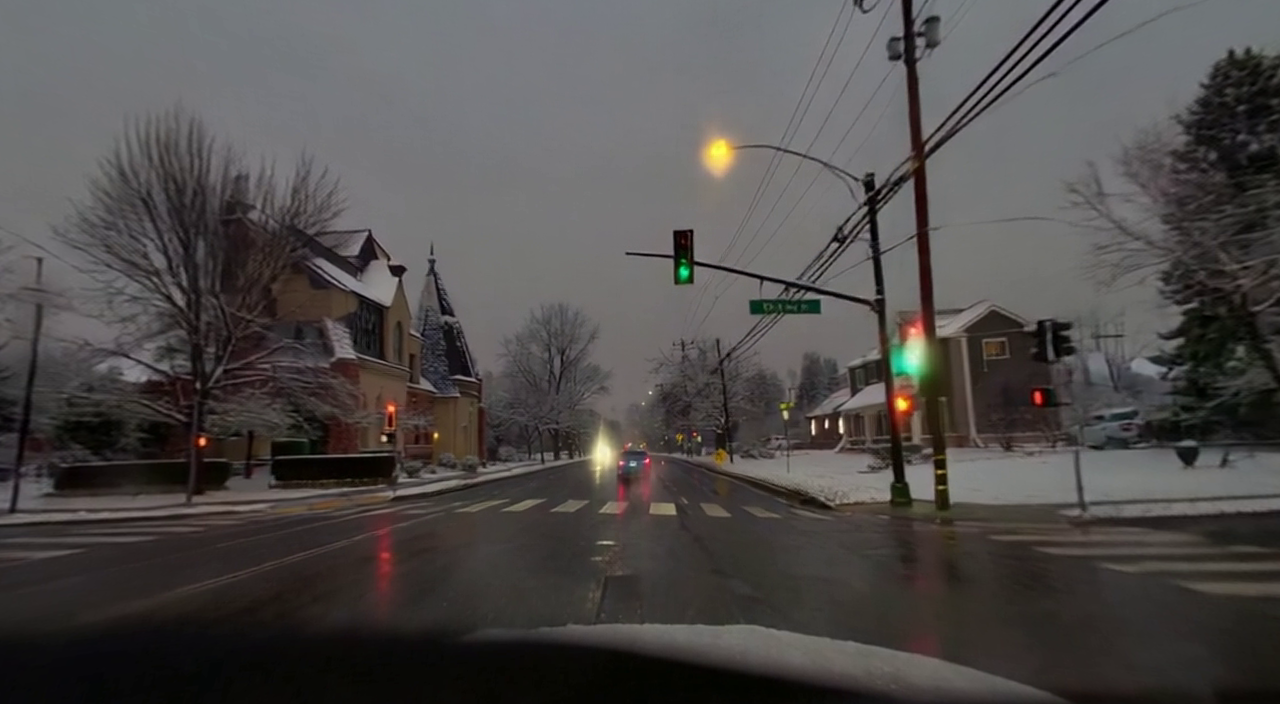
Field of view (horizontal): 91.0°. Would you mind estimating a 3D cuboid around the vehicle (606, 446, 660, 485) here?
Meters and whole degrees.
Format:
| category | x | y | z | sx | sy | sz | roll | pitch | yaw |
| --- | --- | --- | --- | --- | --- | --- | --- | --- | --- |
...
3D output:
| category | x | y | z | sx | sy | sz | roll | pitch | yaw |
| --- | --- | --- | --- | --- | --- | --- | --- | --- | --- |
| vehicle | -0.308 | 4.763 | 26.692 | 2.093 | 1.497 | 4.010 | 0 | -9 | -1 |
